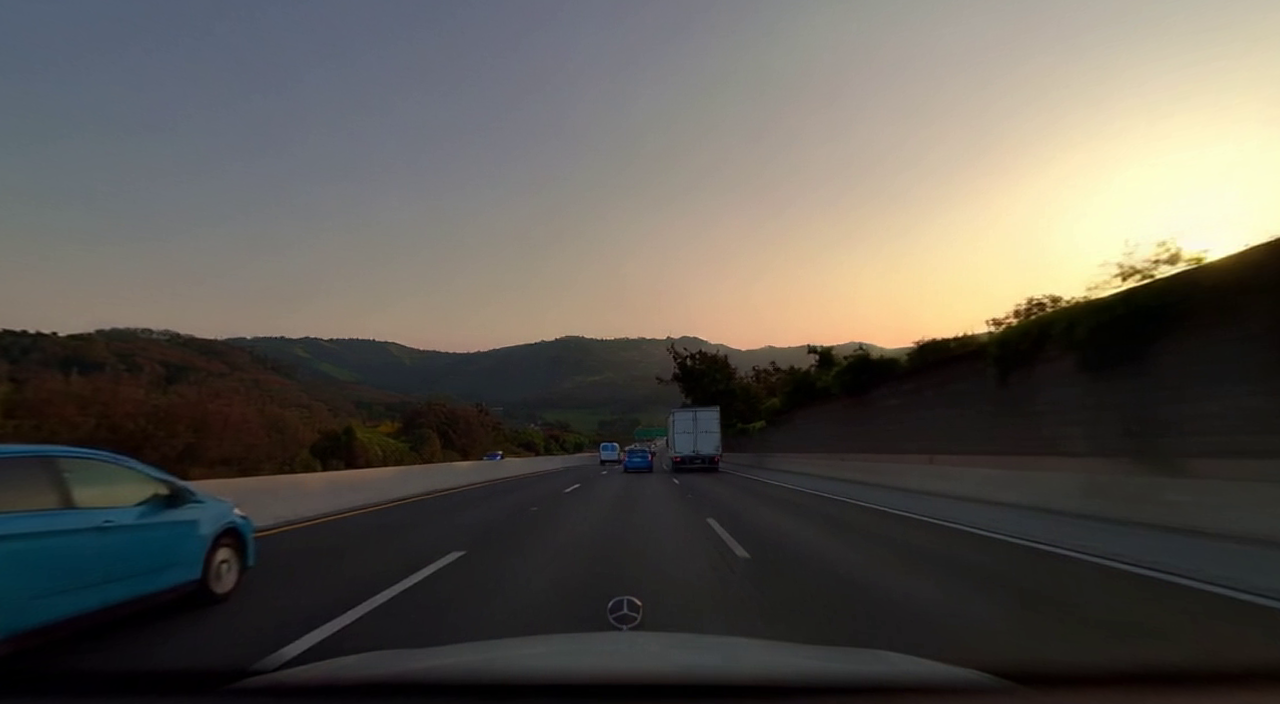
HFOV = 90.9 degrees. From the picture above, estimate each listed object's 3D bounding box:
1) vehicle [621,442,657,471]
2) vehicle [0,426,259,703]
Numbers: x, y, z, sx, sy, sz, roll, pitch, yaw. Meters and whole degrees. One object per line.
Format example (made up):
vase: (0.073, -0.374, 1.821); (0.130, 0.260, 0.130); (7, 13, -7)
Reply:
vehicle: (-0.022, 6.600, 39.887); (2.166, 1.747, 4.299); (0, -9, 1)
vehicle: (-4.252, 1.117, 3.172); (1.945, 1.463, 4.263); (0, -9, 1)
